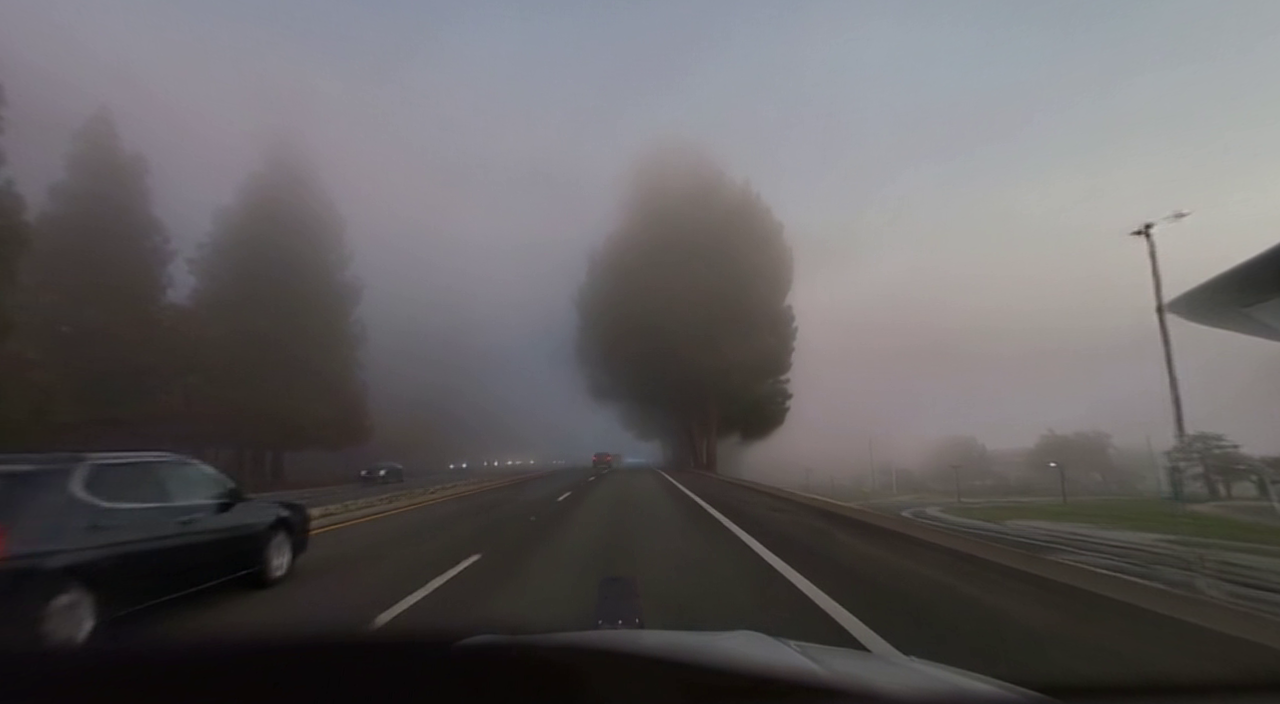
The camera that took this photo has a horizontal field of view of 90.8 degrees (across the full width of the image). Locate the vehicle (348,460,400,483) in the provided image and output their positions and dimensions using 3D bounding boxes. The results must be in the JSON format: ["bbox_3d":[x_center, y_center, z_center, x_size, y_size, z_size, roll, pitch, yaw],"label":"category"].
[{"bbox_3d":[-19.498,8.785,46.527,1.875,1.475,4.376,0,-8,0],"label":"vehicle"}]

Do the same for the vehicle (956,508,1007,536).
[{"bbox_3d":[26.591,13.230,49.368,1.914,1.715,3.814,-1,-10,2],"label":"vehicle"}]

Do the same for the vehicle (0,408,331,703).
[{"bbox_3d":[-4.331,1.242,4.485,1.936,1.536,4.627,0,-8,0],"label":"vehicle"}]
